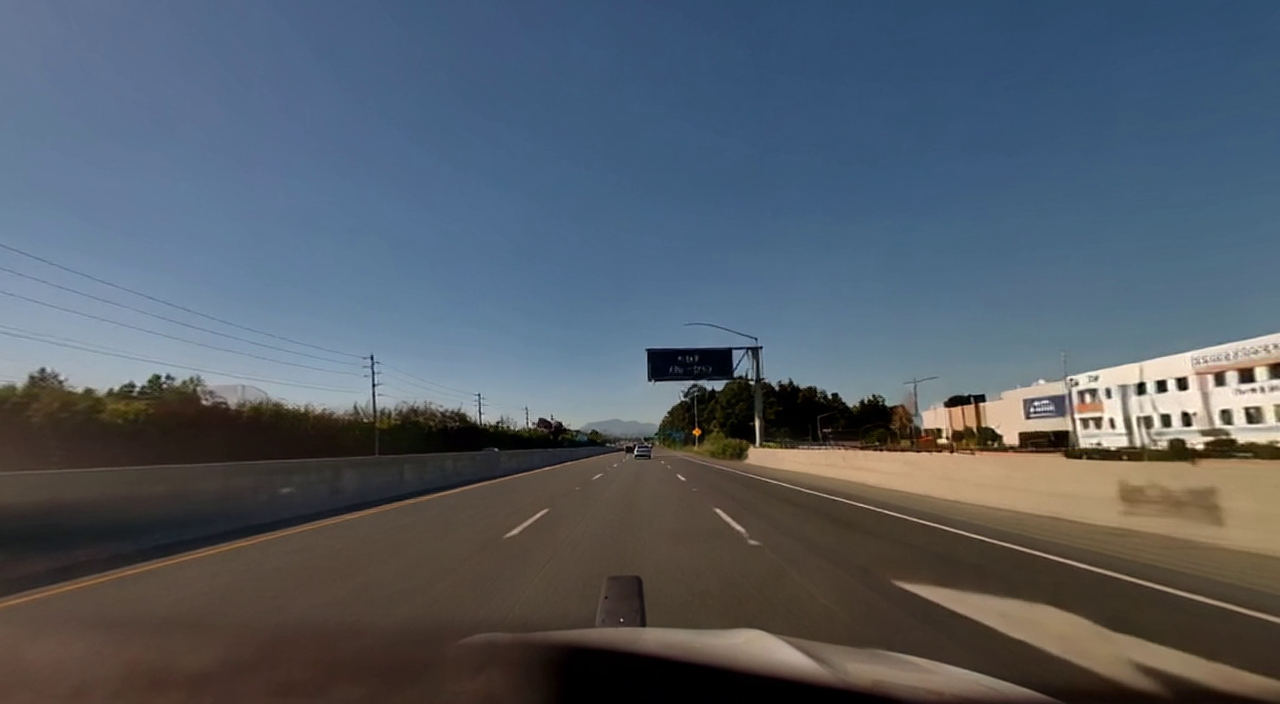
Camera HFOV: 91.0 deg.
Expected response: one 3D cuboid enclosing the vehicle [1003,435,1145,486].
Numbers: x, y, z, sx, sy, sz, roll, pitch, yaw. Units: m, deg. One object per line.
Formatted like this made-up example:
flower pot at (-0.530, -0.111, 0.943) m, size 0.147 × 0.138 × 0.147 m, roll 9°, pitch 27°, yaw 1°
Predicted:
vehicle at (16.106, 4.035, 23.734) m, size 2.037 × 1.718 × 4.610 m, roll 0°, pitch -9°, yaw 0°
